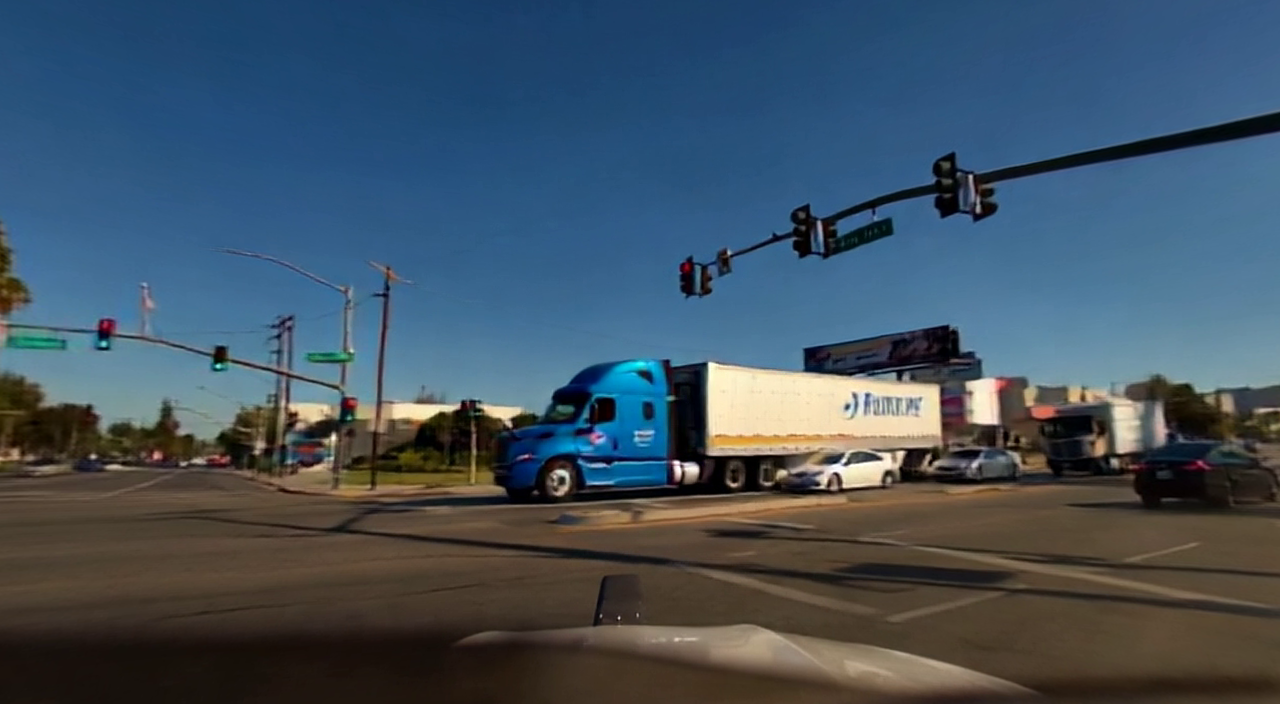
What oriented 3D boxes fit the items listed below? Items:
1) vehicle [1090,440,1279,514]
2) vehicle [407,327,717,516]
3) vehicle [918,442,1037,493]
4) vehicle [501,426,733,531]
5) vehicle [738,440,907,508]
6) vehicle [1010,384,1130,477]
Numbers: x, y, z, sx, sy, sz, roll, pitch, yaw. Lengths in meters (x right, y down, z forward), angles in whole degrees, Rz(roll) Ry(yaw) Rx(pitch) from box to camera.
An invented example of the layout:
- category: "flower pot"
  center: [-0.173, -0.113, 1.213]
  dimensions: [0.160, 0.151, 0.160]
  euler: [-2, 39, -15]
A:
- category: "vehicle"
  center: [13.215, 2.873, 15.191]
  dimensions: [5.114, 1.492, 2.040]
  euler: [5, -10, -33]
- category: "vehicle"
  center: [-1.955, 2.067, 18.120]
  dimensions: [8.167, 4.352, 3.029]
  euler: [5, -10, -34]
- category: "vehicle"
  center: [12.851, 4.354, 24.021]
  dimensions: [4.443, 1.512, 1.919]
  euler: [2, -10, -33]
- category: "vehicle"
  center: [-0.479, 2.919, 15.220]
  dimensions: [5.079, 1.893, 2.200]
  euler: [2, -10, -35]
- category: "vehicle"
  center: [5.521, 3.577, 18.924]
  dimensions: [4.958, 1.510, 1.949]
  euler: [2, -10, -33]
- category: "vehicle"
  center: [19.524, 3.596, 28.797]
  dimensions: [3.372, 3.903, 3.027]
  euler: [4, -10, -32]
